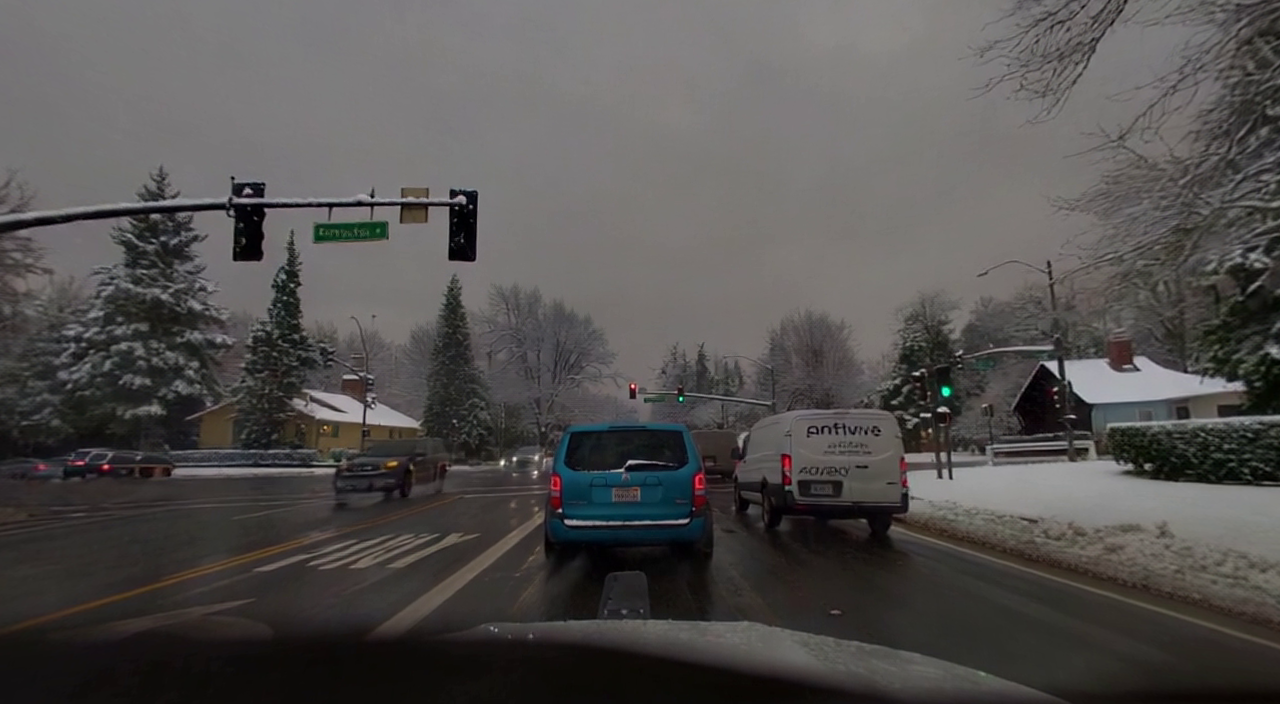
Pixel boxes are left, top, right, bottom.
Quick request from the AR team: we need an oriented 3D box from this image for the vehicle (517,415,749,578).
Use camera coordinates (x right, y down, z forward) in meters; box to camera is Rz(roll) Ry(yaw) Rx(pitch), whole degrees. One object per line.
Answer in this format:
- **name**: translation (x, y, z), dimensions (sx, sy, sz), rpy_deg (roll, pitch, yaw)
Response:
- **vehicle**: translation (-0.071, 1.777, 8.551), dimensions (2.321, 1.624, 4.367), rpy_deg (0, -8, 0)

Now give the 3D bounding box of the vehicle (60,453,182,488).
- **vehicle**: translation (-25.257, 5.758, 30.707), dimensions (4.073, 1.603, 1.920), rpy_deg (1, -9, -8)

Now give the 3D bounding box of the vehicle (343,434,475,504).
- **vehicle**: translation (-6.582, 3.377, 18.556), dimensions (2.070, 1.775, 4.703), rpy_deg (0, -8, 0)

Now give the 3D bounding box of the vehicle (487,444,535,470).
- **vehicle**: translation (-9.579, 7.790, 46.892), dimensions (2.394, 1.815, 4.818), rpy_deg (0, -9, 2)

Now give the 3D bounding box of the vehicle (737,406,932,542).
- **vehicle**: translation (3.113, 2.057, 11.164), dimensions (2.059, 1.924, 4.257), rpy_deg (0, -8, 0)
